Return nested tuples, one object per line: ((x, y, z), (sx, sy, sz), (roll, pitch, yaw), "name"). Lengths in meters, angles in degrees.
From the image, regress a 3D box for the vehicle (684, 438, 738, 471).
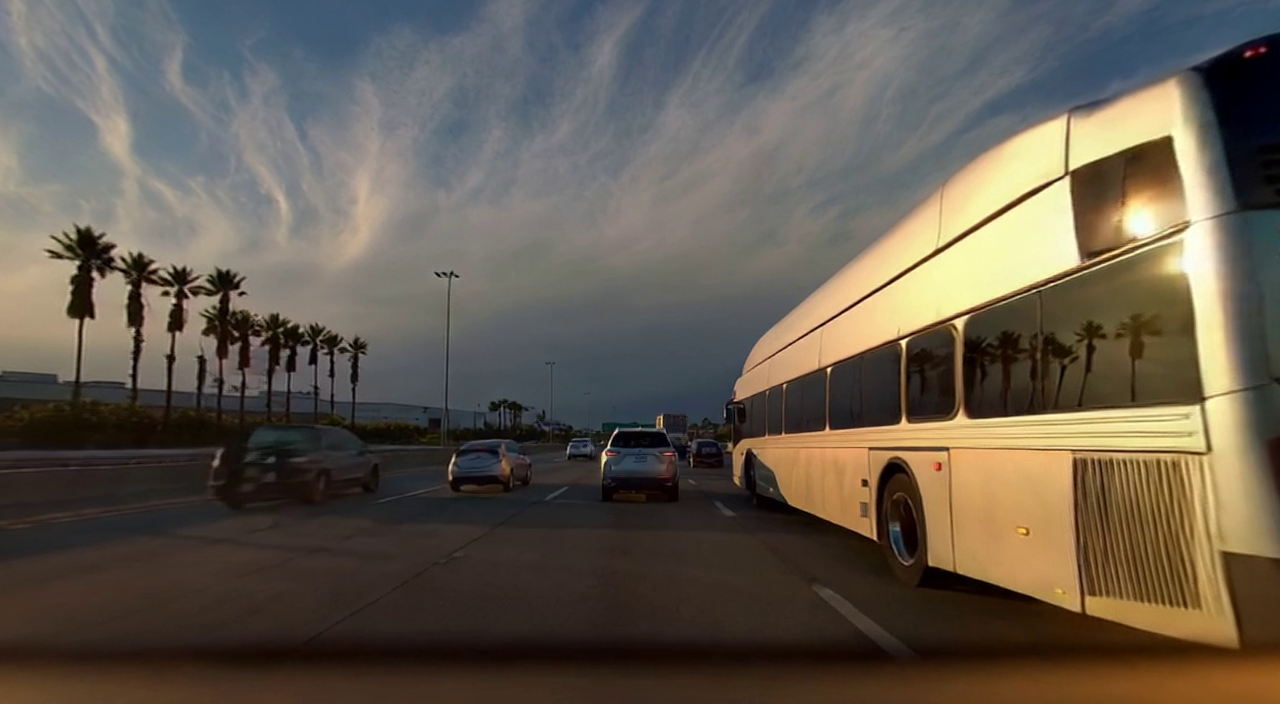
((3.441, 5.095, 31.403), (2.039, 1.516, 4.521), (0, -9, -2), "vehicle")

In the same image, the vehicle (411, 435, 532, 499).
((-4.486, 3.149, 17.628), (2.040, 1.536, 4.680), (0, -9, 1), "vehicle")

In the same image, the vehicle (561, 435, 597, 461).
((-4.416, 7.098, 46.549), (2.100, 1.765, 4.743), (0, -9, 1), "vehicle")

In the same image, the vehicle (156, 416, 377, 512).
((-7.989, 2.459, 14.194), (2.066, 1.779, 4.706), (0, -9, 0), "vehicle")

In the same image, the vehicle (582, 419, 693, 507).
((-0.019, 2.619, 15.138), (2.268, 1.796, 4.280), (0, -9, 1), "vehicle")

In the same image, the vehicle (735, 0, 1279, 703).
((3.969, 0.819, 9.537), (3.020, 3.622, 14.302), (0, -9, 1), "vehicle")
